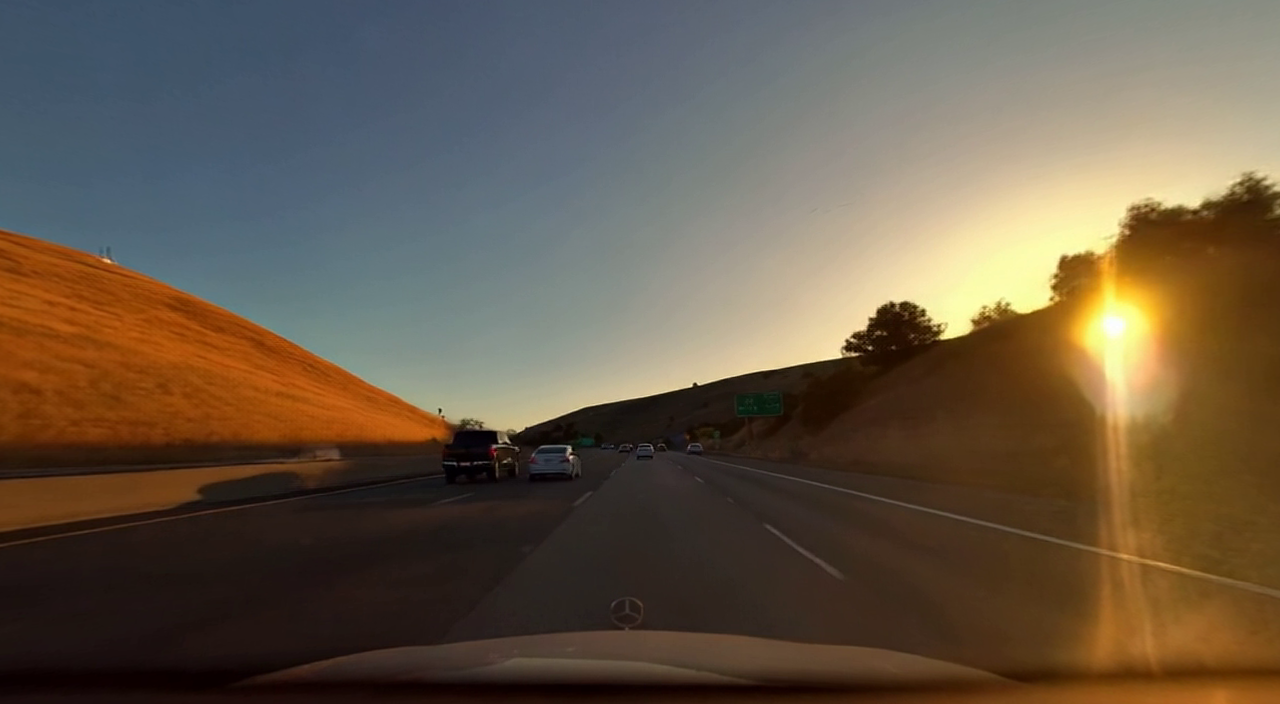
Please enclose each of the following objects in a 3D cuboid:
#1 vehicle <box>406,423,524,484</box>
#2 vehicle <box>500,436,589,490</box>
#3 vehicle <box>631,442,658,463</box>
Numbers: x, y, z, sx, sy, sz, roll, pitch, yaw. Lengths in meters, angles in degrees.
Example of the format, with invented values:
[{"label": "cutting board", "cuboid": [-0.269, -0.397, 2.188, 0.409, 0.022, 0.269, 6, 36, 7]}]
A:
[{"label": "vehicle", "cuboid": [-6.583, 3.938, 24.768, 2.589, 2.063, 6.206, 0, -8, 2]}, {"label": "vehicle", "cuboid": [-2.978, 3.589, 20.756, 2.091, 1.552, 4.516, 0, -8, 2]}, {"label": "vehicle", "cuboid": [0.371, 7.790, 49.176, 2.031, 1.566, 3.904, 0, -8, 0]}]
